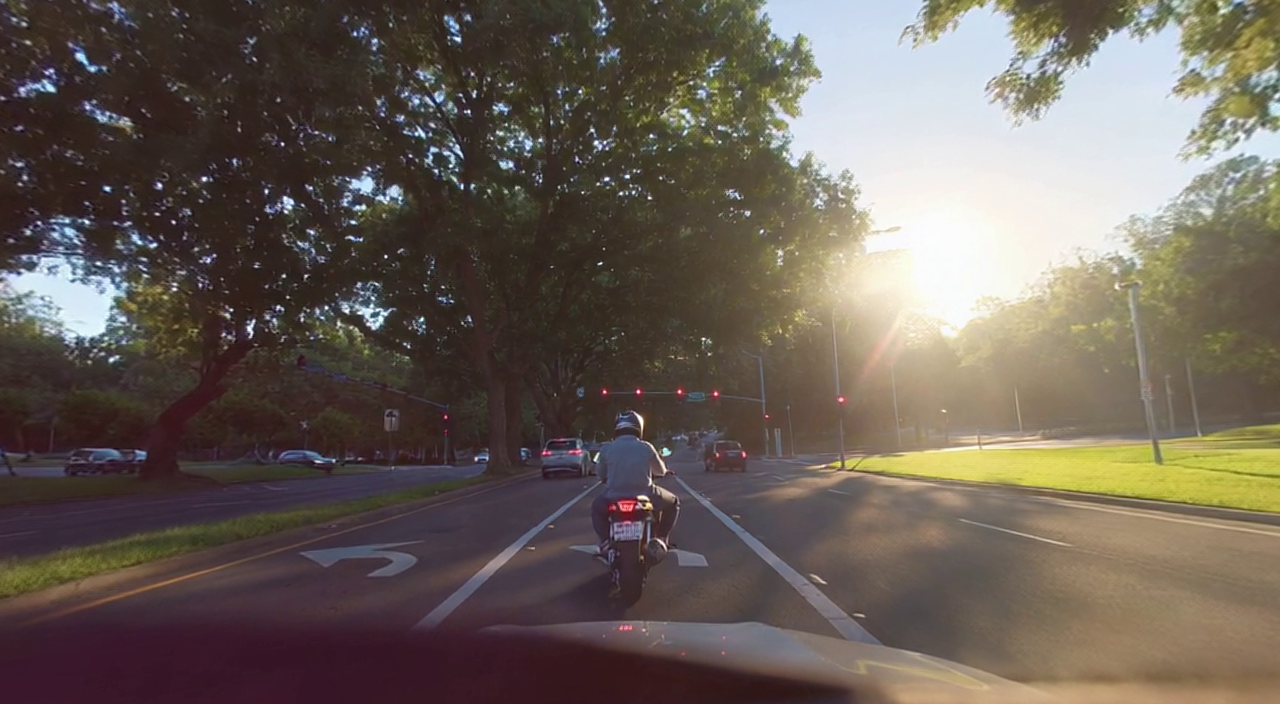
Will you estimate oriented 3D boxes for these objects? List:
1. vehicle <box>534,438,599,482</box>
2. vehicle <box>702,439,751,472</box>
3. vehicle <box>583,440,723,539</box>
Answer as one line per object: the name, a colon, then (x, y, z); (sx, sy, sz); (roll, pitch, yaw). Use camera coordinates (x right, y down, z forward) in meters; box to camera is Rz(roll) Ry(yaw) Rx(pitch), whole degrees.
vehicle: (-3.014, 4.568, 27.084); (2.056, 1.647, 5.045); (-1, -8, 1)
vehicle: (4.683, 5.683, 34.775); (2.075, 1.661, 4.229); (0, -8, -1)
vehicle: (0.177, 2.385, 11.736); (2.093, 1.450, 4.437); (0, -8, 0)
